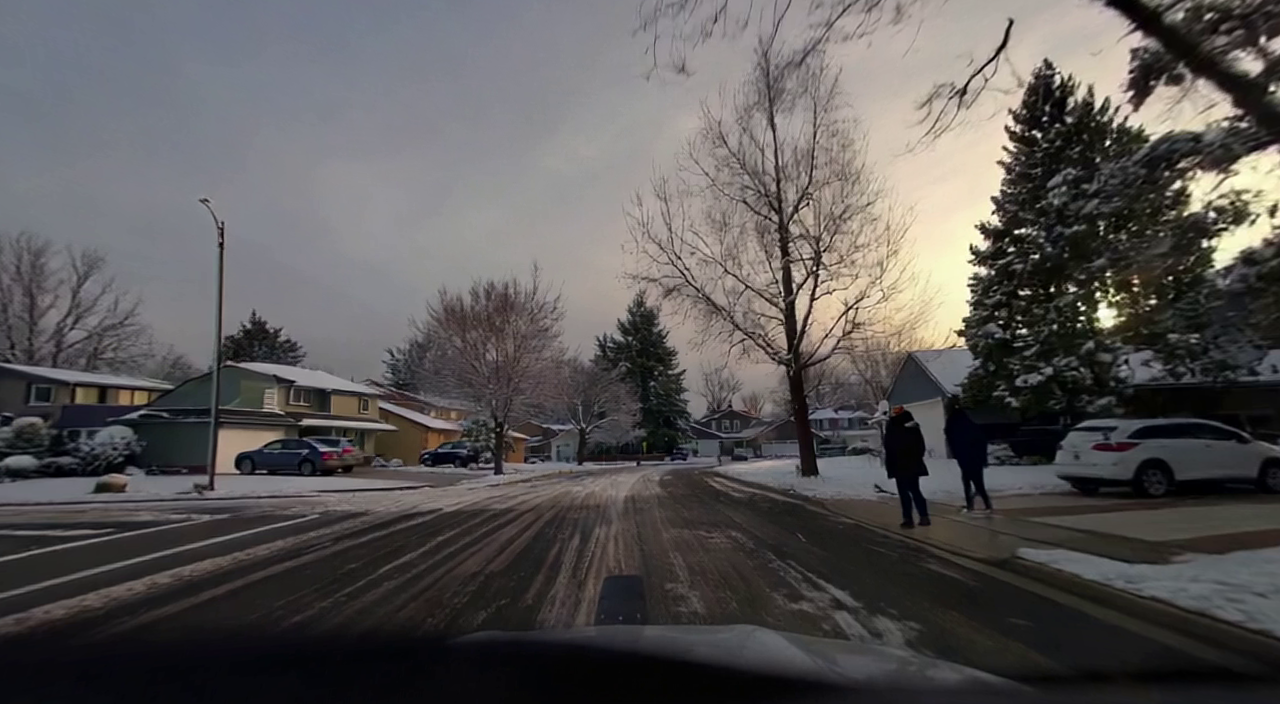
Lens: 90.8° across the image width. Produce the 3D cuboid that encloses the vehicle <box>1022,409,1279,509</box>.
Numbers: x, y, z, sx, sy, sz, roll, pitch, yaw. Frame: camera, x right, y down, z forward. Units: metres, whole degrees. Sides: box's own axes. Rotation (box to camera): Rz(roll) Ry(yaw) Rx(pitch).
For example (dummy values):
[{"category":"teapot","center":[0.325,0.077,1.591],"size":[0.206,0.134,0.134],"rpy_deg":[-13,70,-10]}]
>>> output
[{"category":"vehicle","center":[11.552,2.337,13.975],"size":[4.792,2.029,2.005],"rpy_deg":[0,-9,1]}]

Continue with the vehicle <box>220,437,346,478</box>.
[{"category":"vehicle","center":[-16.718,4.961,29.808],"size":[4.581,1.811,2.145],"rpy_deg":[0,-9,-2]}]
